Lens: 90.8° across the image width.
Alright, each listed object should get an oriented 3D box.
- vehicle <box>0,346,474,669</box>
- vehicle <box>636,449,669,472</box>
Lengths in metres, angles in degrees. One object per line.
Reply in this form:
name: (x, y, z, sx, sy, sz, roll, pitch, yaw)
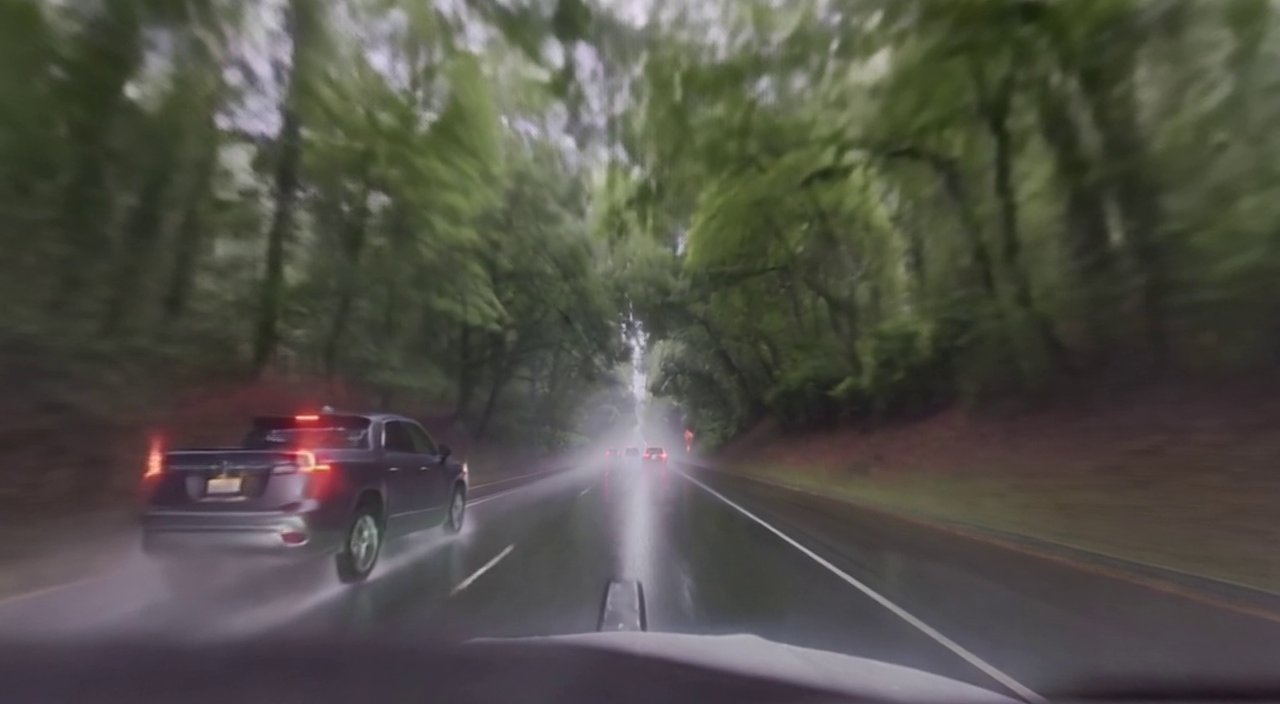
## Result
vehicle: (-3.621, 1.339, 6.545, 2.418, 2.049, 4.930, 0, -9, 0)
vehicle: (0.824, 7.375, 43.159, 2.046, 1.452, 4.407, 0, -9, -2)
